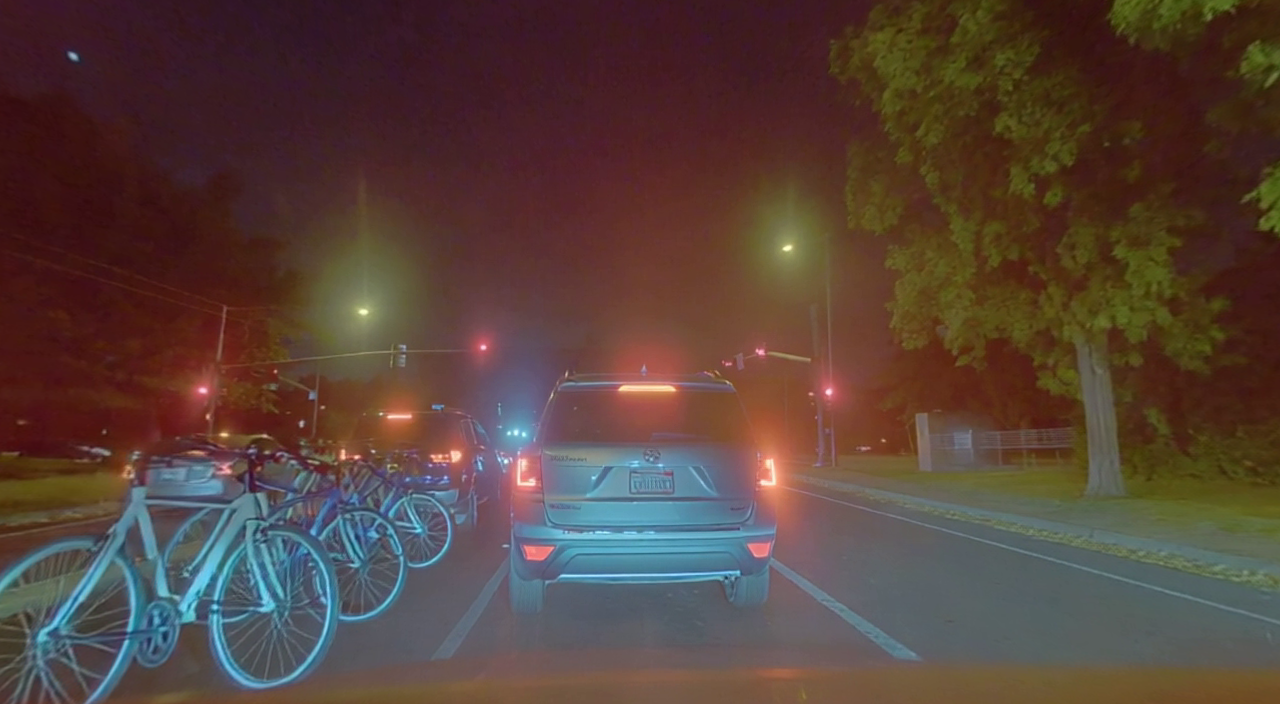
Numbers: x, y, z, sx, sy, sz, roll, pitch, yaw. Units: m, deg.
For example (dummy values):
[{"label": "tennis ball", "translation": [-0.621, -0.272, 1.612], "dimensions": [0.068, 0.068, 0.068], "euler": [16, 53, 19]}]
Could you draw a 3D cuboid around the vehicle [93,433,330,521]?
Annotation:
[{"label": "vehicle", "translation": [-8.549, 2.508, 13.292], "dimensions": [2.026, 1.479, 4.712], "euler": [1, -8, -6]}]

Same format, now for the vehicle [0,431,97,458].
[{"label": "vehicle", "translation": [-35.751, 5.549, 38.208], "dimensions": [3.926, 1.536, 1.731], "euler": [1, -7, -10]}]

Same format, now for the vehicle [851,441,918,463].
[{"label": "vehicle", "translation": [18.784, 7.675, 48.582], "dimensions": [4.435, 1.574, 1.816], "euler": [1, -9, -9]}]

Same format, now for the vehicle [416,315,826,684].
[{"label": "vehicle", "translation": [-0.248, 1.158, 6.000], "dimensions": [2.333, 2.087, 4.586], "euler": [1, -8, -4]}]

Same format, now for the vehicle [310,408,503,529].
[{"label": "vehicle", "translation": [-4.215, 2.219, 12.610], "dimensions": [2.337, 1.858, 5.409], "euler": [1, -9, -7]}]
